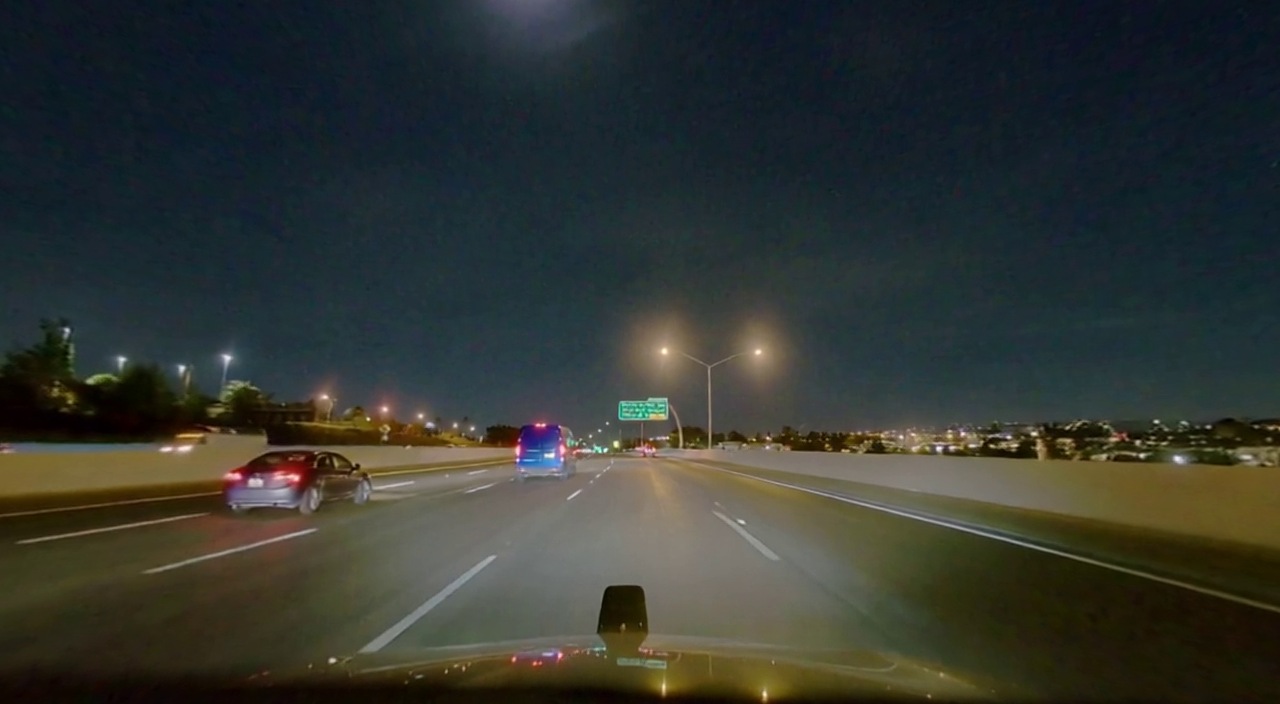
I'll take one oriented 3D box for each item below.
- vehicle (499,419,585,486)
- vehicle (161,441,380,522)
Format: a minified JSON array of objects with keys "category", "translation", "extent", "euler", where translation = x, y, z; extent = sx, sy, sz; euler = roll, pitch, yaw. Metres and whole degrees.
[{"category":"vehicle","translation":[-3.609,3.851,24.273],"extent":[2.372,2.248,5.393],"euler":[0,-9,1]},{"category":"vehicle","translation":[-7.894,2.773,14.145],"extent":[1.987,1.490,4.781],"euler":[0,-8,0]}]
